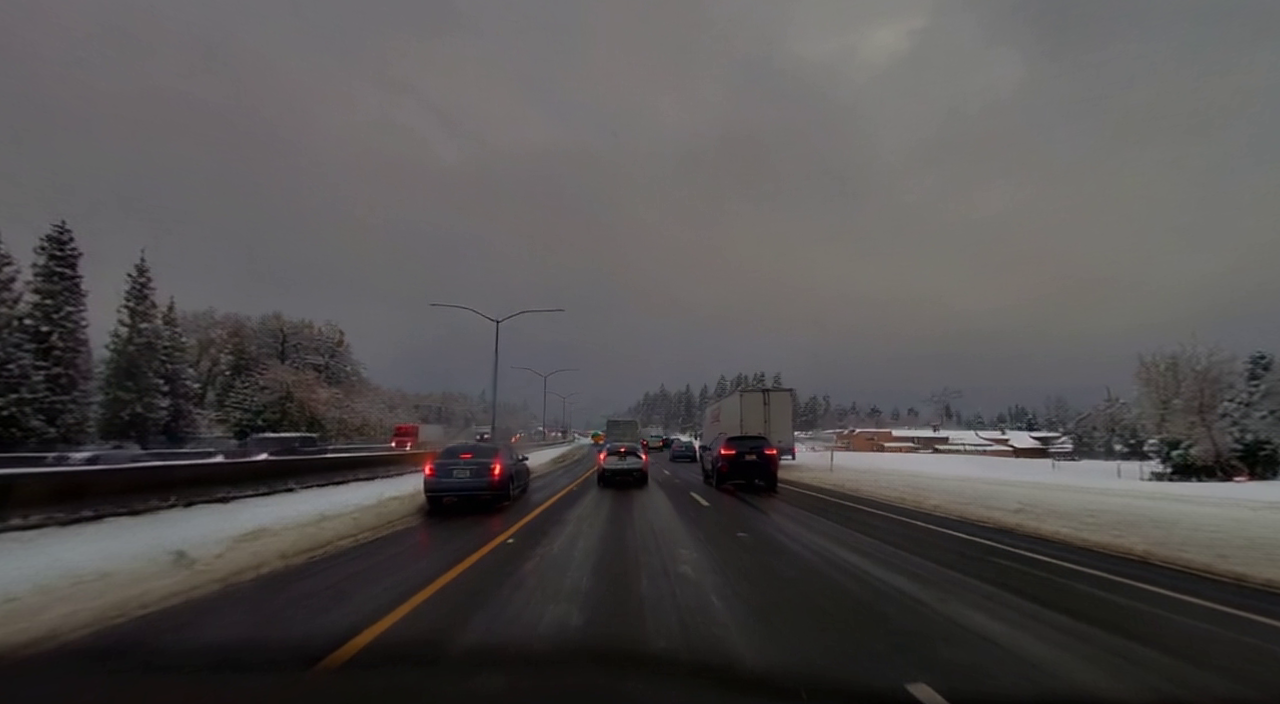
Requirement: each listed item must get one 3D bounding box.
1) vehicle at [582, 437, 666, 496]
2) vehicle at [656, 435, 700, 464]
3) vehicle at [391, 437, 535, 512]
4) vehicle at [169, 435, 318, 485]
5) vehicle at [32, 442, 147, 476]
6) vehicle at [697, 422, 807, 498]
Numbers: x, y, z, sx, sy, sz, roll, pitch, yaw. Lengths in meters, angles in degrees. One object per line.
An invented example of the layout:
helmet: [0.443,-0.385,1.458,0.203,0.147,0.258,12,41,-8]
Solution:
vehicle: [-0.437,3.194,18.004,2.136,1.470,3.971,0,-8,-1]
vehicle: [2.492,6.625,42.965,2.476,1.843,5.652,0,-8,-1]
vehicle: [-3.784,2.684,14.385,1.998,1.423,4.436,0,-8,0]
vehicle: [-15.686,4.290,25.452,2.476,1.741,5.764,0,-8,-3]
vehicle: [-30.434,5.887,35.053,2.150,1.728,4.872,0,-8,-3]
vehicle: [3.011,3.042,18.075,2.173,1.870,4.499,0,-8,-2]
